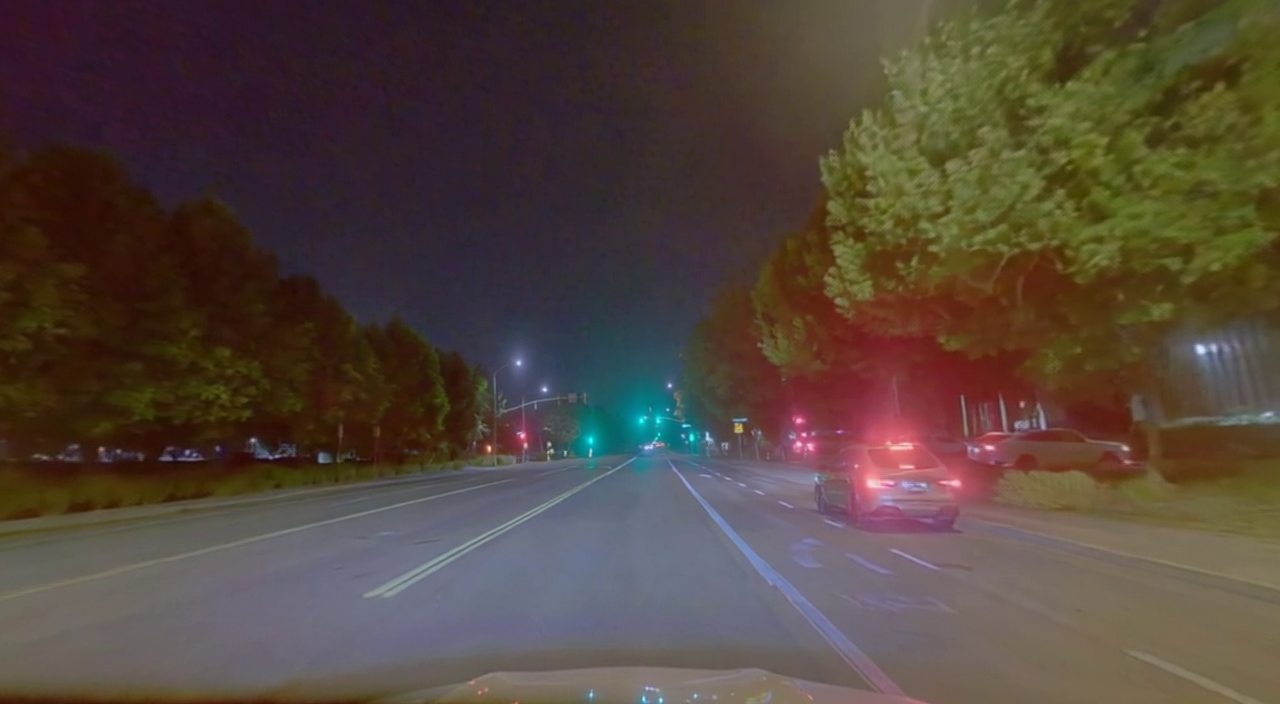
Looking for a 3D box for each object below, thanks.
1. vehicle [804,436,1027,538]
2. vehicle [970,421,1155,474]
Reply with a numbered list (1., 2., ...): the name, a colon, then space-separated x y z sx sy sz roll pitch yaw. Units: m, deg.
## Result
1. vehicle: 4.582 2.296 11.472 2.006 1.448 4.671 0 -8 1
2. vehicle: 12.735 2.911 19.234 4.227 1.451 1.874 -1 -9 3
